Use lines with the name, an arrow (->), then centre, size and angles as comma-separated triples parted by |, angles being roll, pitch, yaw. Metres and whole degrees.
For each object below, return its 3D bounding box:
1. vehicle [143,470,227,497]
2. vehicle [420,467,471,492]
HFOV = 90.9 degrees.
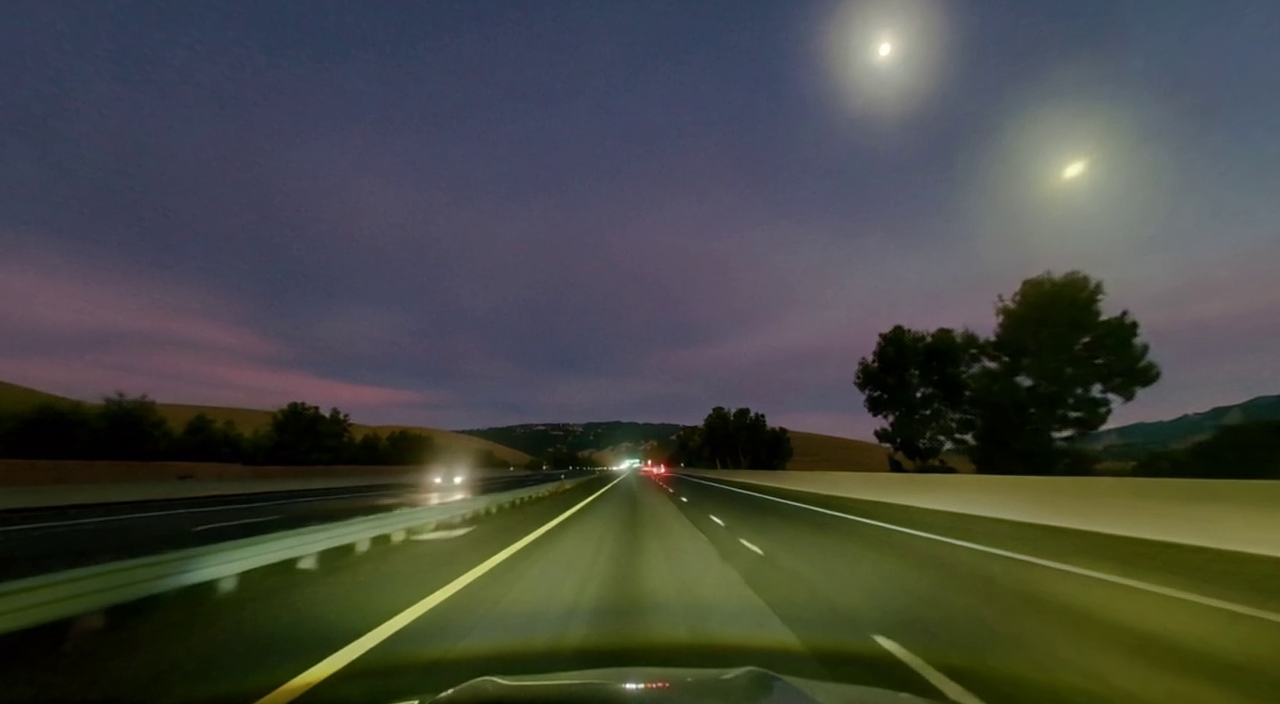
vehicle -> -30.443, 8.804, 42.359 | 1.931, 1.606, 4.785 | 0, -10, 1
vehicle -> -13.082, 8.580, 42.617 | 2.000, 1.564, 4.257 | 1, -10, 0
